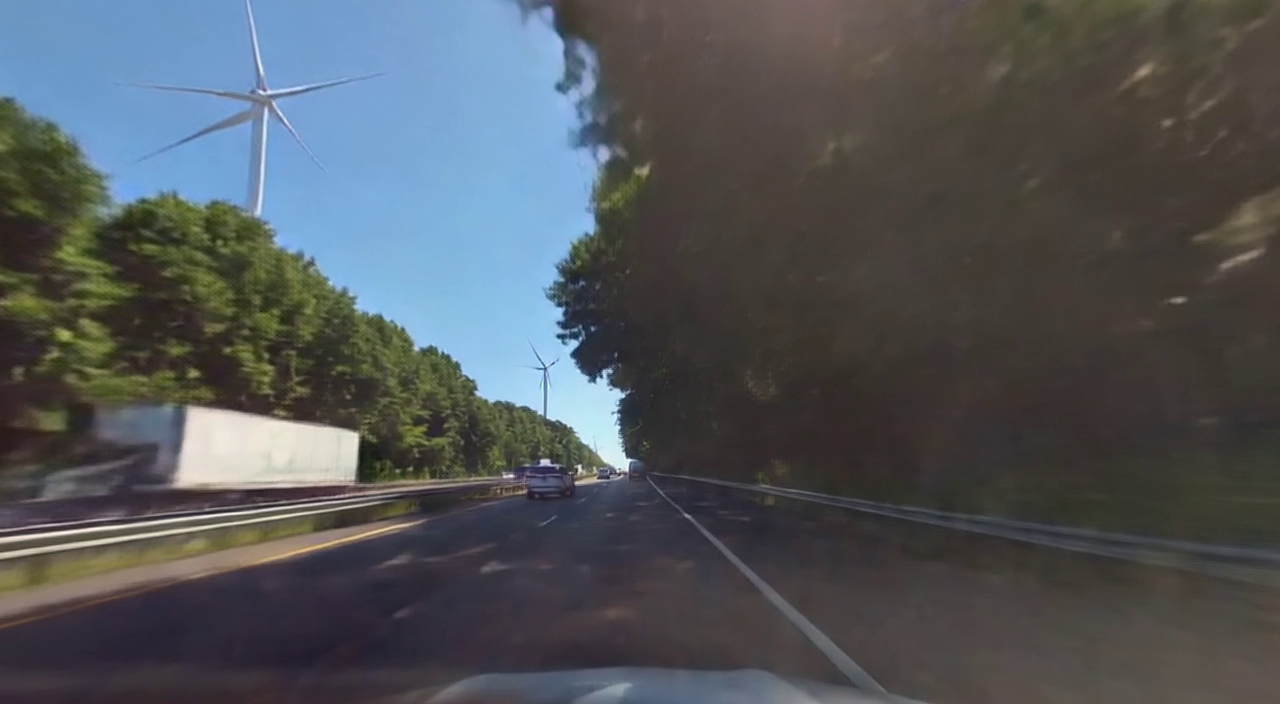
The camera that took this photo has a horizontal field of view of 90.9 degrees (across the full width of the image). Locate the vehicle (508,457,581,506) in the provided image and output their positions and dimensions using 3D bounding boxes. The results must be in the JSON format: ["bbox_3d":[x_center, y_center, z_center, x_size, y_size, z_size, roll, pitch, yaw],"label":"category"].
[{"bbox_3d":[-3.667,5.106,25.064,2.124,1.705,4.440,1,-11,1],"label":"vehicle"}]

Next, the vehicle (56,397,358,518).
[{"bbox_3d":[-16.123,4.426,25.809,2.973,3.602,13.198,1,-11,0],"label":"vehicle"}]
